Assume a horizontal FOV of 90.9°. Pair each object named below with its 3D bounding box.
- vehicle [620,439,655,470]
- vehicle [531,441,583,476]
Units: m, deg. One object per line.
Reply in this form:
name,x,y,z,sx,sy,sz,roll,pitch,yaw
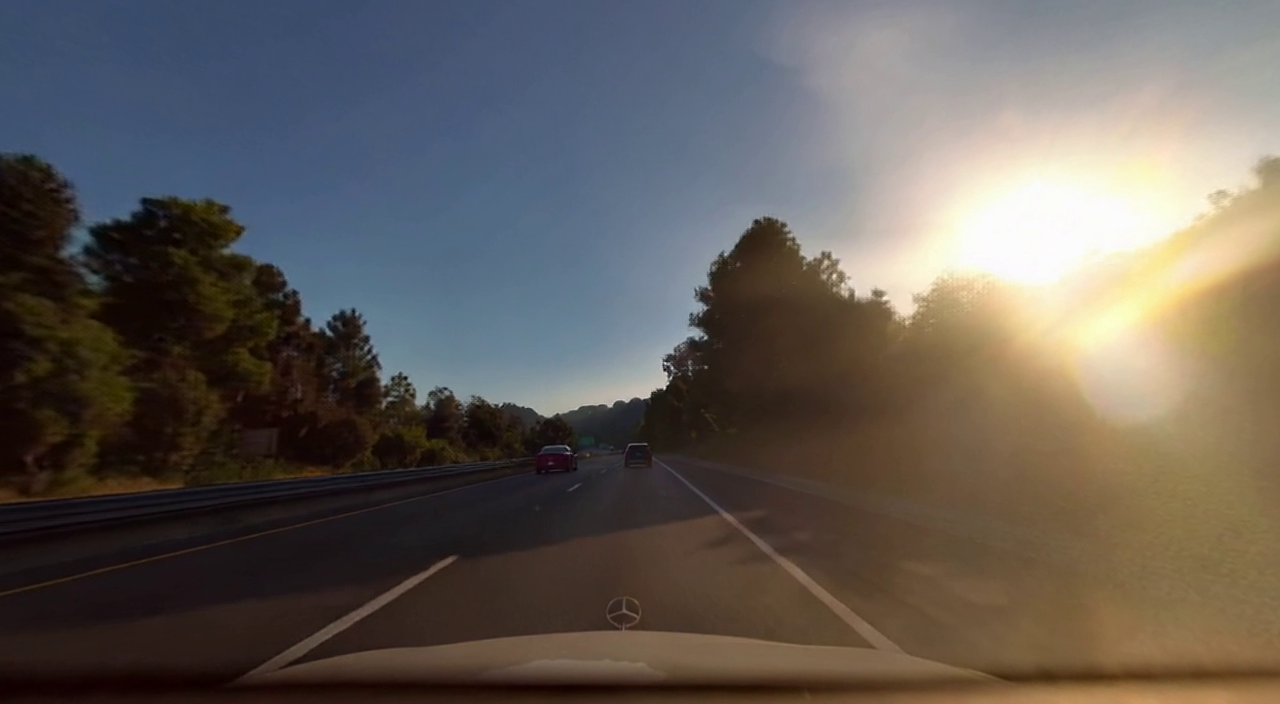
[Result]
vehicle,-0.149,6.461,39.767,2.126,1.786,3.958,0,-9,0
vehicle,-4.261,5.571,33.108,2.113,1.656,4.215,0,-9,0
